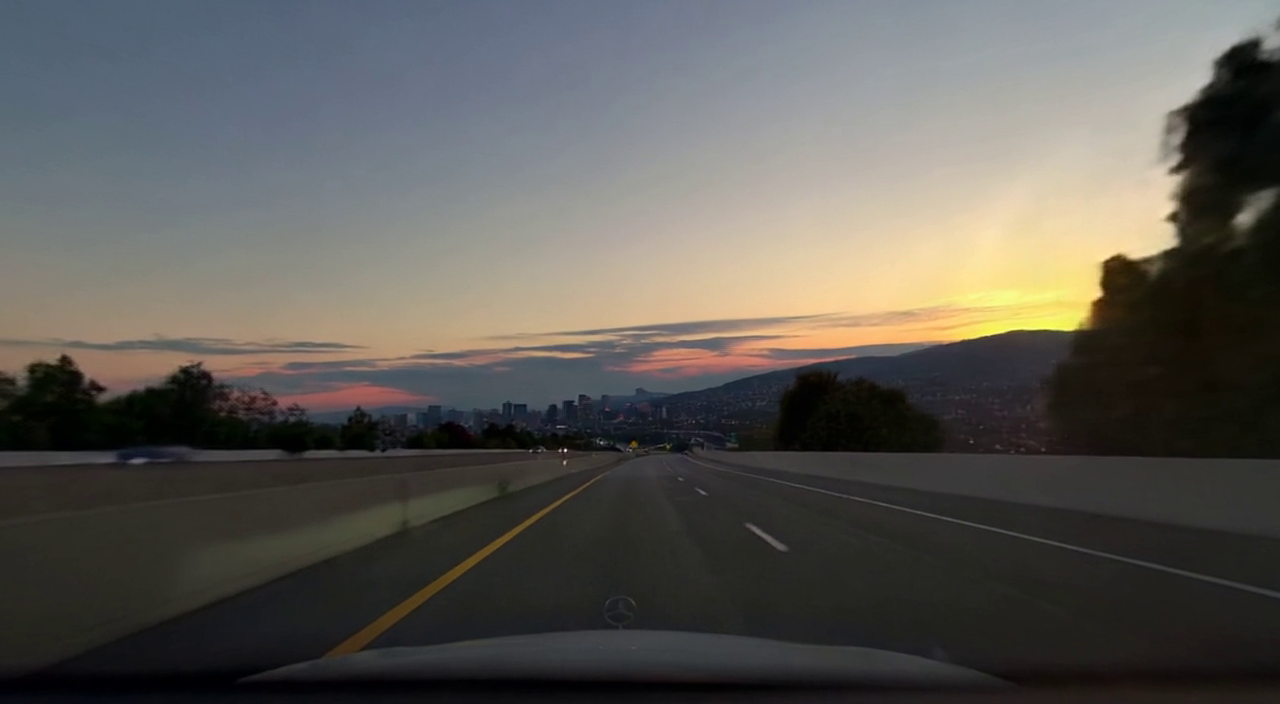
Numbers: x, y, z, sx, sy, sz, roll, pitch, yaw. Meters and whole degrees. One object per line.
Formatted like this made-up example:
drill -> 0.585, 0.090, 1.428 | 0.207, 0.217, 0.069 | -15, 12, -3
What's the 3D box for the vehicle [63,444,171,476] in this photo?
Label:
vehicle -> -27.468, 5.659, 33.273 | 1.776, 1.507, 4.684 | 0, -8, -2
